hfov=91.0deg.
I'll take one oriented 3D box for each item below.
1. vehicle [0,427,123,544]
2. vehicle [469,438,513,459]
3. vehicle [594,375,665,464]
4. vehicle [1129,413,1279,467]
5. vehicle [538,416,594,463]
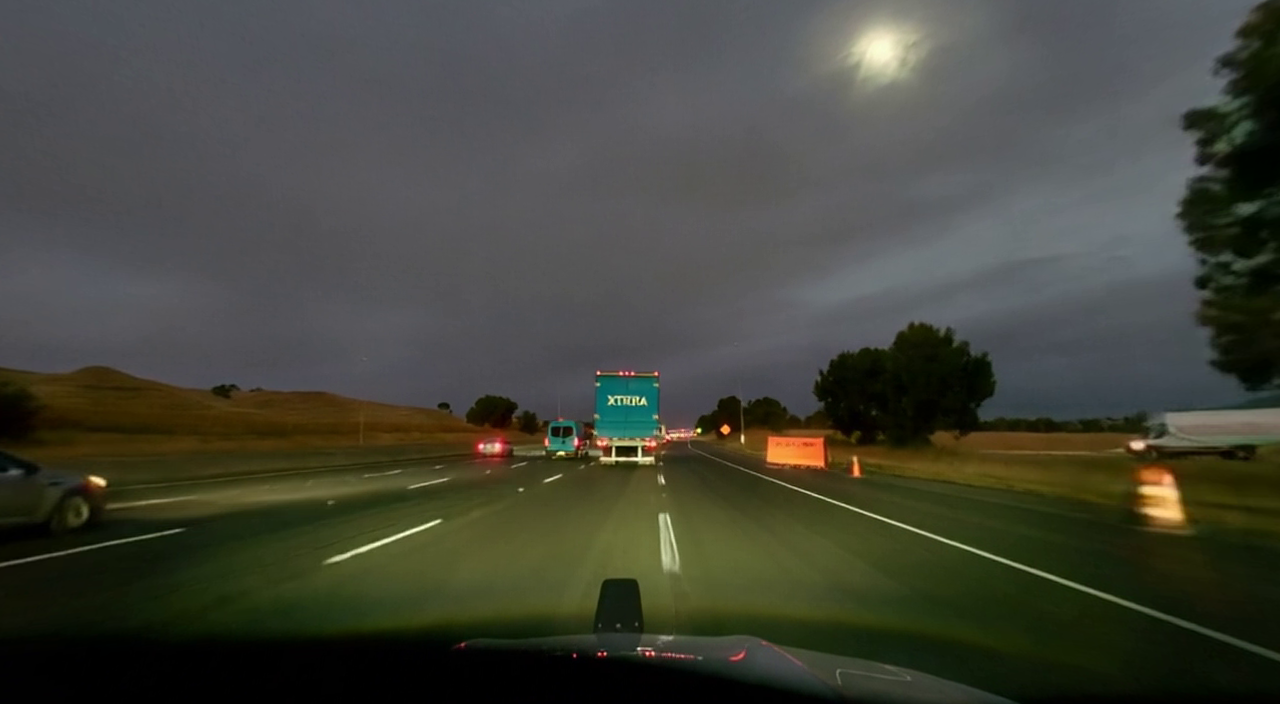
[{"bbox_3d":[-9.303,1.657,7.709,1.915,1.506,4.594,0,-9,2],"label":"vehicle"},{"bbox_3d":[-10.825,7.065,46.115,1.901,1.487,4.622,0,-9,2],"label":"vehicle"},{"bbox_3d":[-0.297,3.863,33.197,3.183,4.011,9.617,0,-10,2],"label":"vehicle"},{"bbox_3d":[41.570,6.169,44.293,11.230,3.611,2.963,-1,-8,4],"label":"vehicle"},{"bbox_3d":[-4.435,5.421,38.782,2.469,2.615,5.874,0,-9,3],"label":"vehicle"}]
